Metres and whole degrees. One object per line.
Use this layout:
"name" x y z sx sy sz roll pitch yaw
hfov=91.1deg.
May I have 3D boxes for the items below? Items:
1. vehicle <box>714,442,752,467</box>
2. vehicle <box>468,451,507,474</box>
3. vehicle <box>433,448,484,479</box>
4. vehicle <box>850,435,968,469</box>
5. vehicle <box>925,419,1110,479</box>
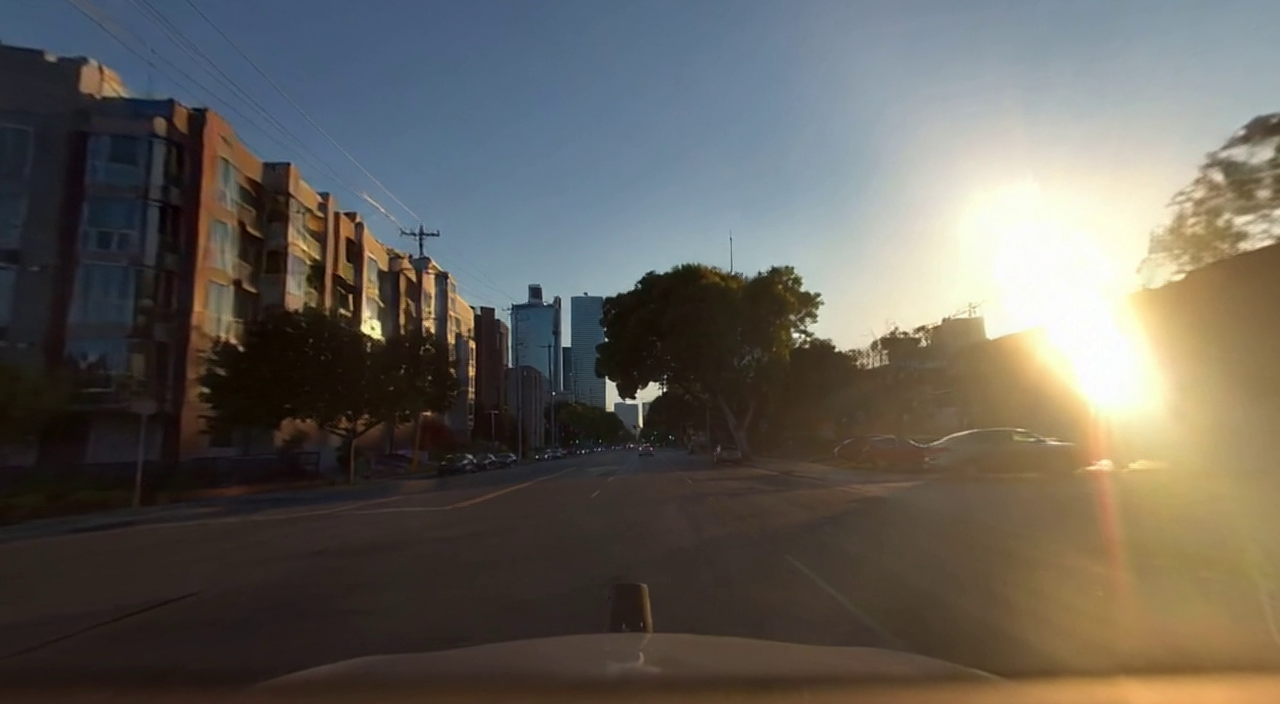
"vehicle" 6.887 7.637 47.084 2.078 1.766 5.474 0 -8 1
"vehicle" -11.618 8.446 48.075 1.876 1.502 4.506 -3 -9 -1
"vehicle" -11.756 7.251 40.996 1.979 1.759 4.435 -4 -8 1
"vehicle" 13.097 4.917 30.844 4.833 1.554 2.085 -1 -8 2
"vehicle" 13.080 3.409 22.085 5.015 1.934 2.150 -1 -9 3
